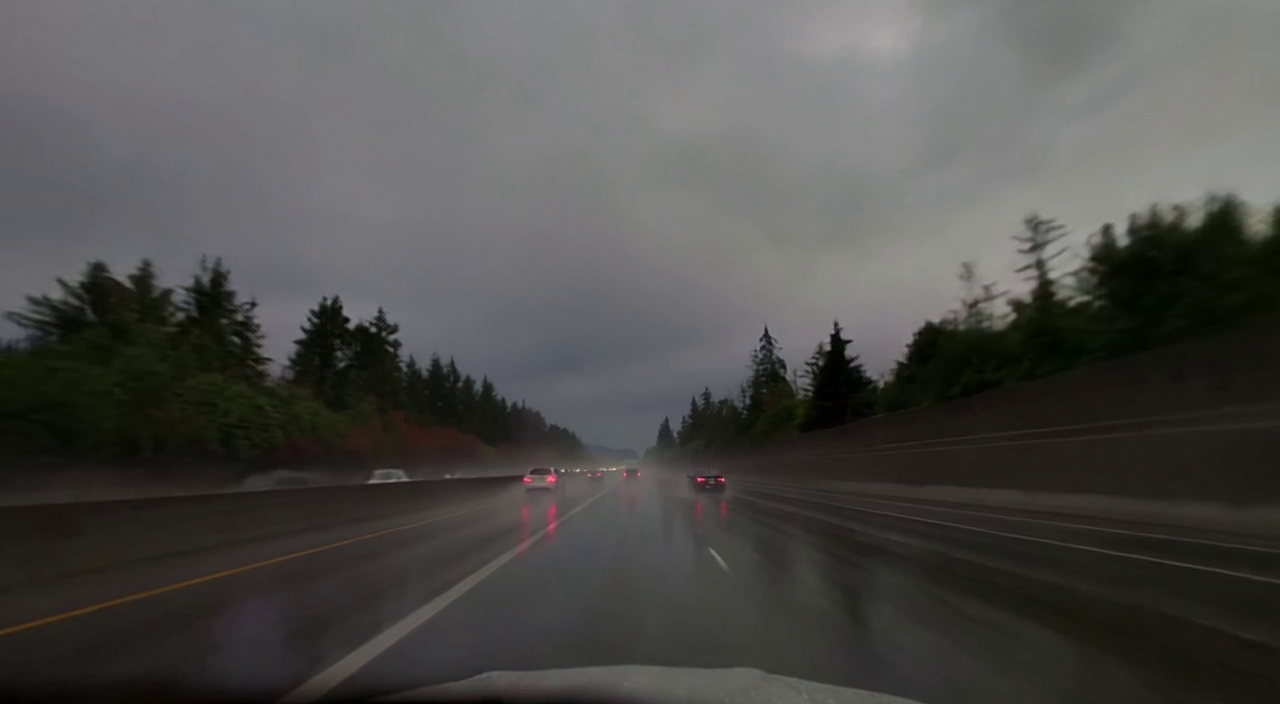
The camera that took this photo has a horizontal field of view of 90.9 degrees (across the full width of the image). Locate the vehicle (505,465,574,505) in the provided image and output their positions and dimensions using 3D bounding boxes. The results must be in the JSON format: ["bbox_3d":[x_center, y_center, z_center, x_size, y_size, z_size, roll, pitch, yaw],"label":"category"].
[{"bbox_3d":[-3.981,5.416,25.925,2.004,1.468,4.812,0,-11,0],"label":"vehicle"}]

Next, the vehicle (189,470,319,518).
[{"bbox_3d":[-12.638,4.650,20.968,1.763,1.412,4.029,1,-11,0],"label":"vehicle"}]

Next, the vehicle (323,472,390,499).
[{"bbox_3d":[-16.914,7.987,37.871,1.893,1.458,4.576,1,-11,0],"label":"vehicle"}]

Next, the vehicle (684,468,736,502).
[{"bbox_3d":[3.333,6.438,30.762,1.981,1.516,4.109,1,-11,-1],"label":"vehicle"}]

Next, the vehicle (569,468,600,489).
[{"bbox_3d":[-4.156,9.585,47.866,2.000,1.484,3.995,1,-11,-1],"label":"vehicle"}]
